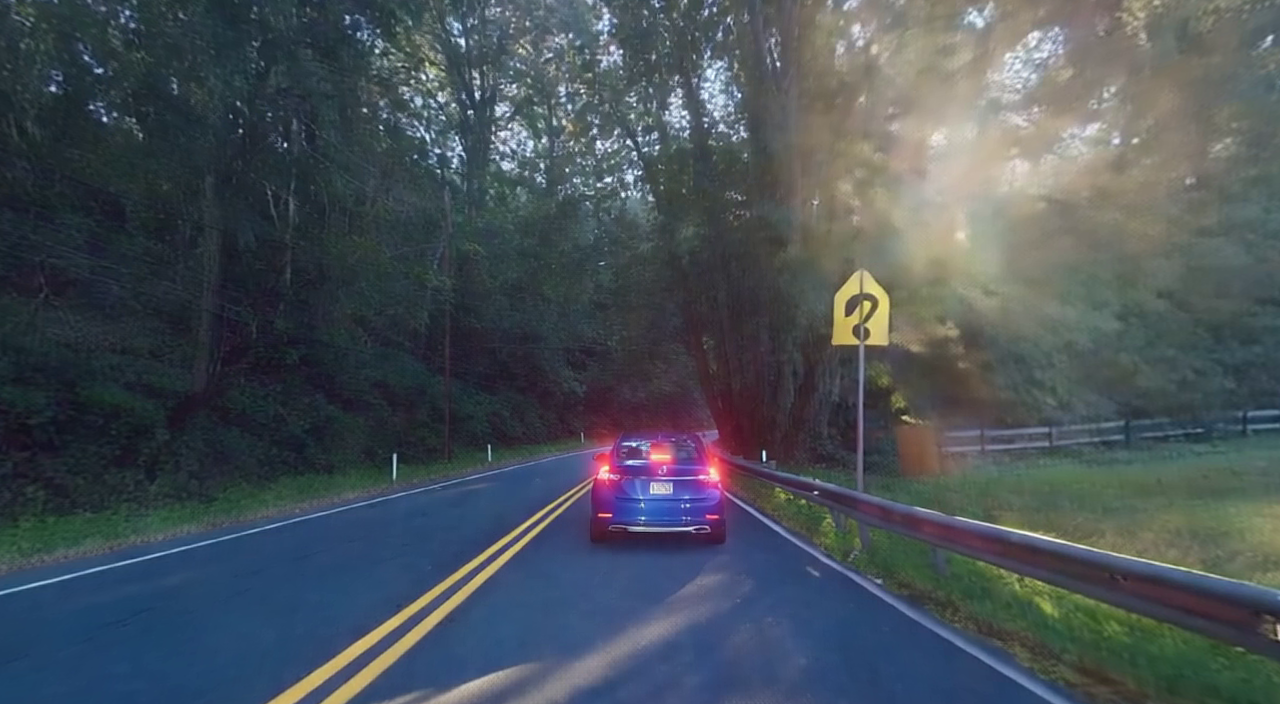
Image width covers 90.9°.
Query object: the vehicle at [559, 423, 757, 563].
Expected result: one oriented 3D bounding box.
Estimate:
[{"bbox_3d":[0.234,1.849,8.918,2.187,1.533,3.726,0,-8,1],"label":"vehicle"}]
